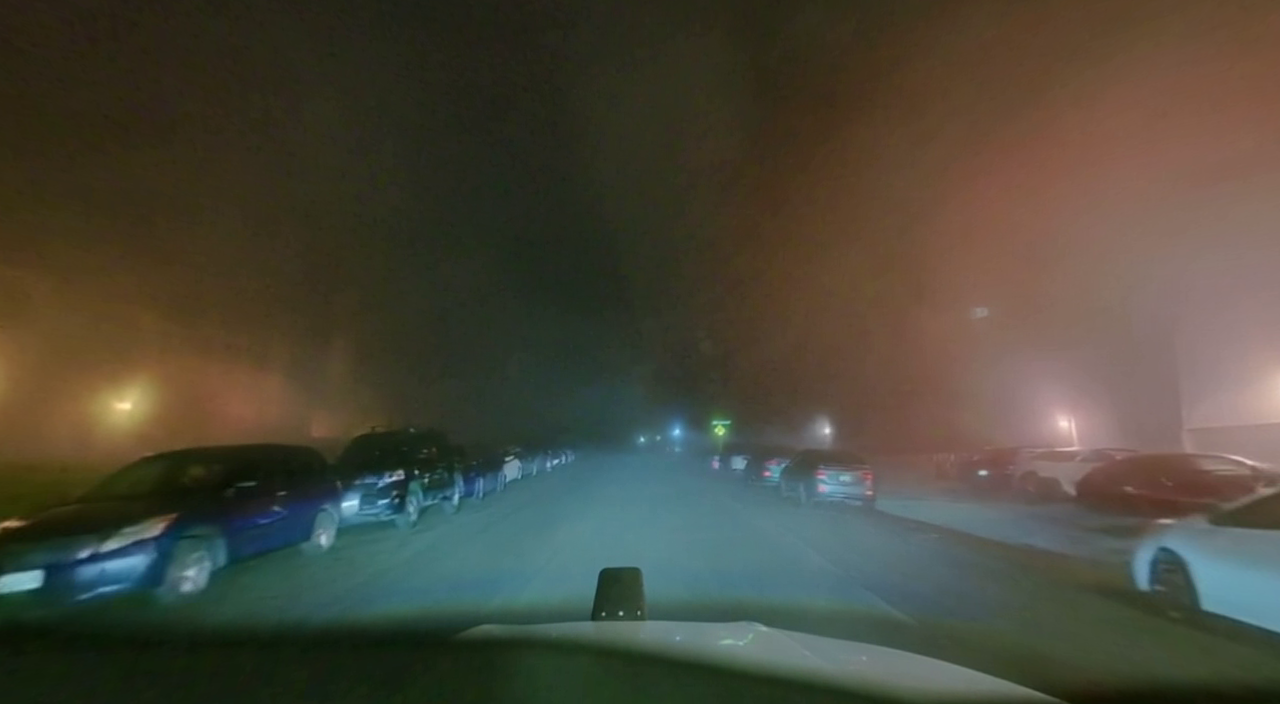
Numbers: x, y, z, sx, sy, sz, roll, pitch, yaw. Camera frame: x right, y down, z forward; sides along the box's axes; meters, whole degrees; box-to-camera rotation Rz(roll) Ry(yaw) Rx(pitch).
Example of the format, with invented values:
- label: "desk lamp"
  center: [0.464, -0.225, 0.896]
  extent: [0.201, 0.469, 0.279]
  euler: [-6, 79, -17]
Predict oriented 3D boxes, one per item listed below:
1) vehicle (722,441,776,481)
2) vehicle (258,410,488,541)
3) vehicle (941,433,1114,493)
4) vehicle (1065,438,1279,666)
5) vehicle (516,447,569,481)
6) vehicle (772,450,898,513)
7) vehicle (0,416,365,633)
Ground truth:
- label: "vehicle"
  center: [5.318, 5.390, 31.481]
  extent: [1.959, 1.828, 4.175]
  euler: [0, -9, 0]
- label: "vehicle"
  center: [-4.721, 2.330, 12.468]
  extent: [2.180, 1.936, 5.721]
  euler: [0, -9, -2]
- label: "vehicle"
  center: [12.523, 3.588, 20.577]
  extent: [4.485, 1.723, 2.028]
  euler: [-6, -12, 35]
- label: "vehicle"
  center: [5.307, 1.307, 4.001]
  extent: [2.007, 1.512, 4.524]
  euler: [0, -9, -1]
- label: "vehicle"
  center: [-4.676, 5.406, 30.812]
  extent: [1.973, 1.454, 4.559]
  euler: [1, -8, -2]
- label: "vehicle"
  center: [5.024, 3.362, 16.945]
  extent: [1.847, 1.448, 4.162]
  euler: [1, -9, -3]
- label: "vehicle"
  center: [-4.716, 1.600, 6.659]
  extent: [1.983, 1.579, 3.879]
  euler: [1, -10, -2]
